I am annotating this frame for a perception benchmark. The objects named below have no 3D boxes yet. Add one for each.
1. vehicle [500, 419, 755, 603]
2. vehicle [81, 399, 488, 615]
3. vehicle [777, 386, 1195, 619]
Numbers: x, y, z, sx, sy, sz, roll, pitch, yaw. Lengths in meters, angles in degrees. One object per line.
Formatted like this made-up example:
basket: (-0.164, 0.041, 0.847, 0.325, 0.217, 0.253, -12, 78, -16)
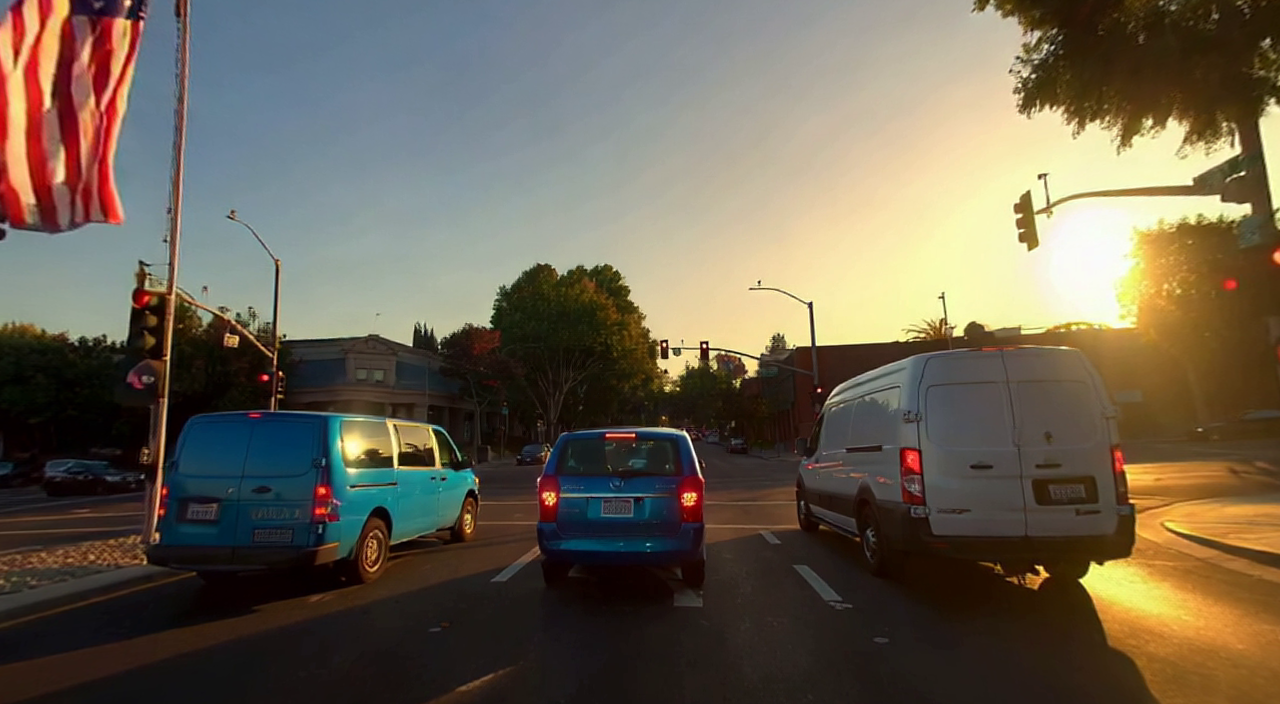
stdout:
vehicle: (-0.148, 1.622, 7.323, 2.098, 1.494, 4.118, 0, -9, -1)
vehicle: (-3.313, 1.519, 7.036, 2.024, 1.677, 3.998, -1, -9, 3)
vehicle: (3.084, 1.464, 7.025, 2.178, 1.746, 4.400, 0, -9, 1)
